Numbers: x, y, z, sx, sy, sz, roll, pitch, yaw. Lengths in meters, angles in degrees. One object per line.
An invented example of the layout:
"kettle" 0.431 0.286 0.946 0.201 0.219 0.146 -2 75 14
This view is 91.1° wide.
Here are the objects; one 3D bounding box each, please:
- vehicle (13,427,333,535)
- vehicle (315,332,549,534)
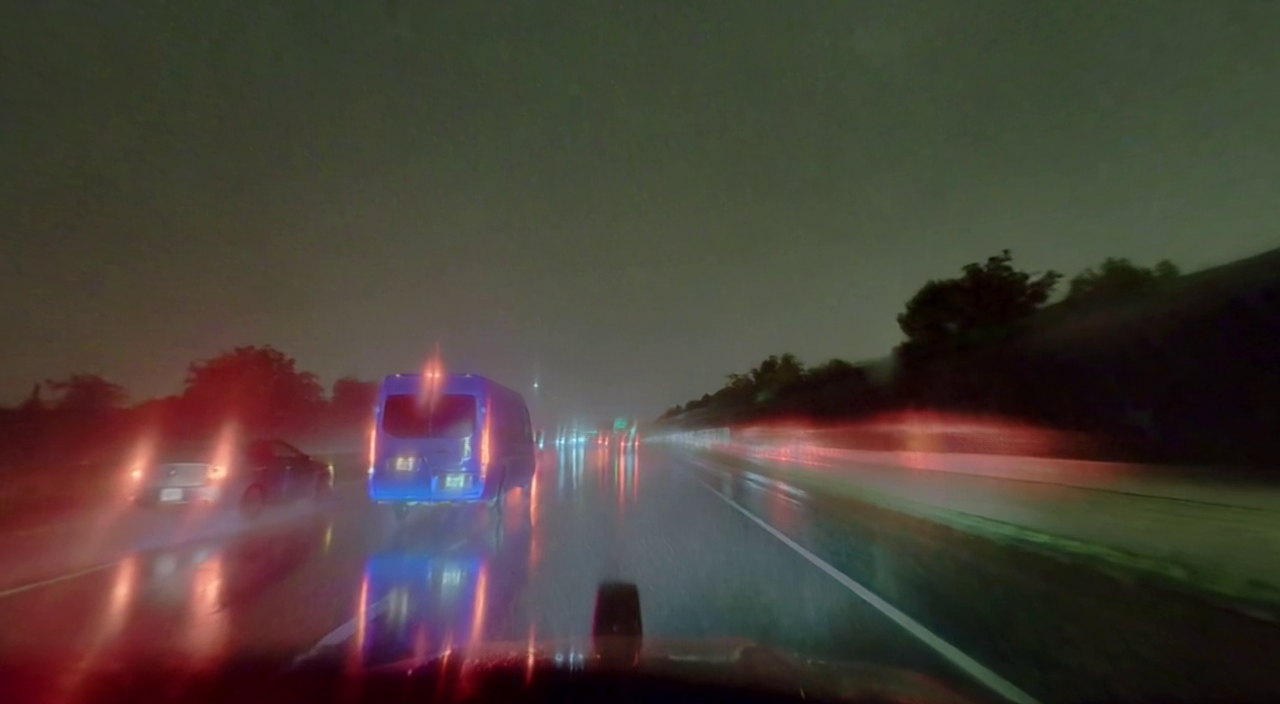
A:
"vehicle" -7.572 2.088 11.054 1.994 1.466 4.837 0 -8 -1
"vehicle" -3.379 1.587 12.394 2.428 2.782 7.330 0 -8 -3
